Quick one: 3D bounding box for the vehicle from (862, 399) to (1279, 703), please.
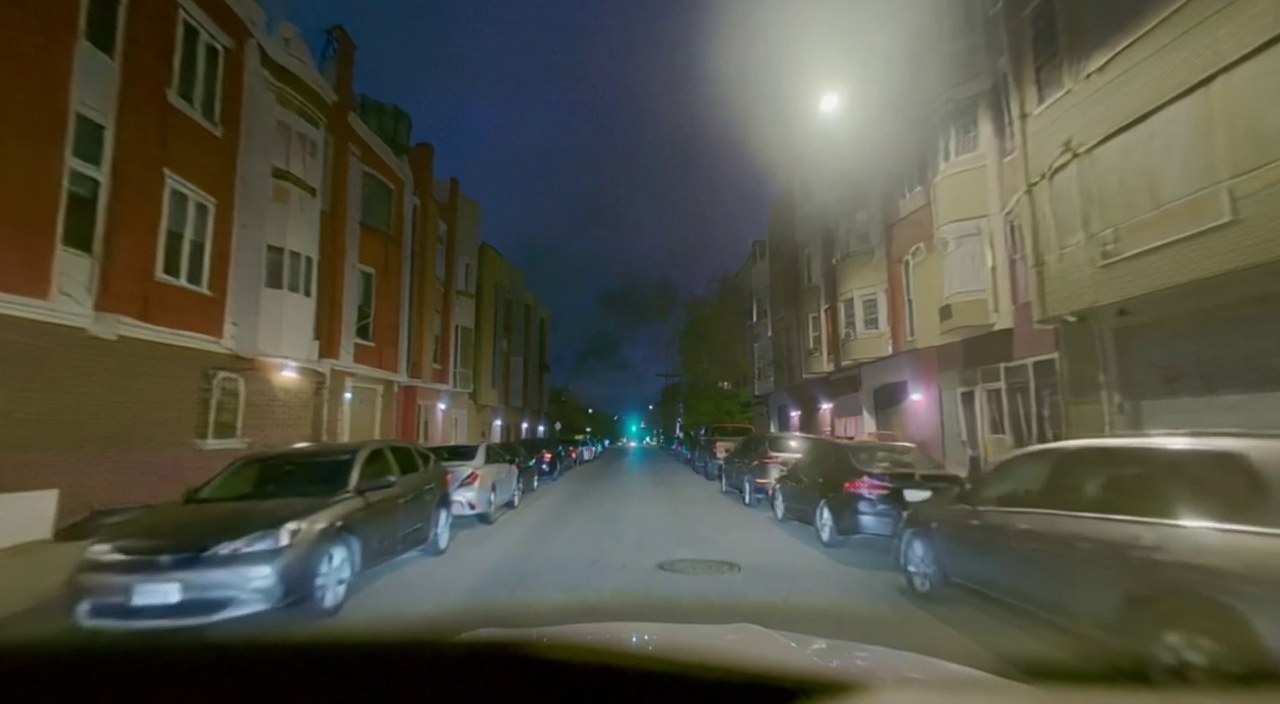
[{"bbox_3d":[3.348,1.259,4.155,1.968,1.595,4.543,3,-8,-3],"label":"vehicle"}]

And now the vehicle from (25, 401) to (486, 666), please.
[{"bbox_3d":[-3.197,1.515,6.619,2.081,1.679,4.506,-3,-7,-1],"label":"vehicle"}]
